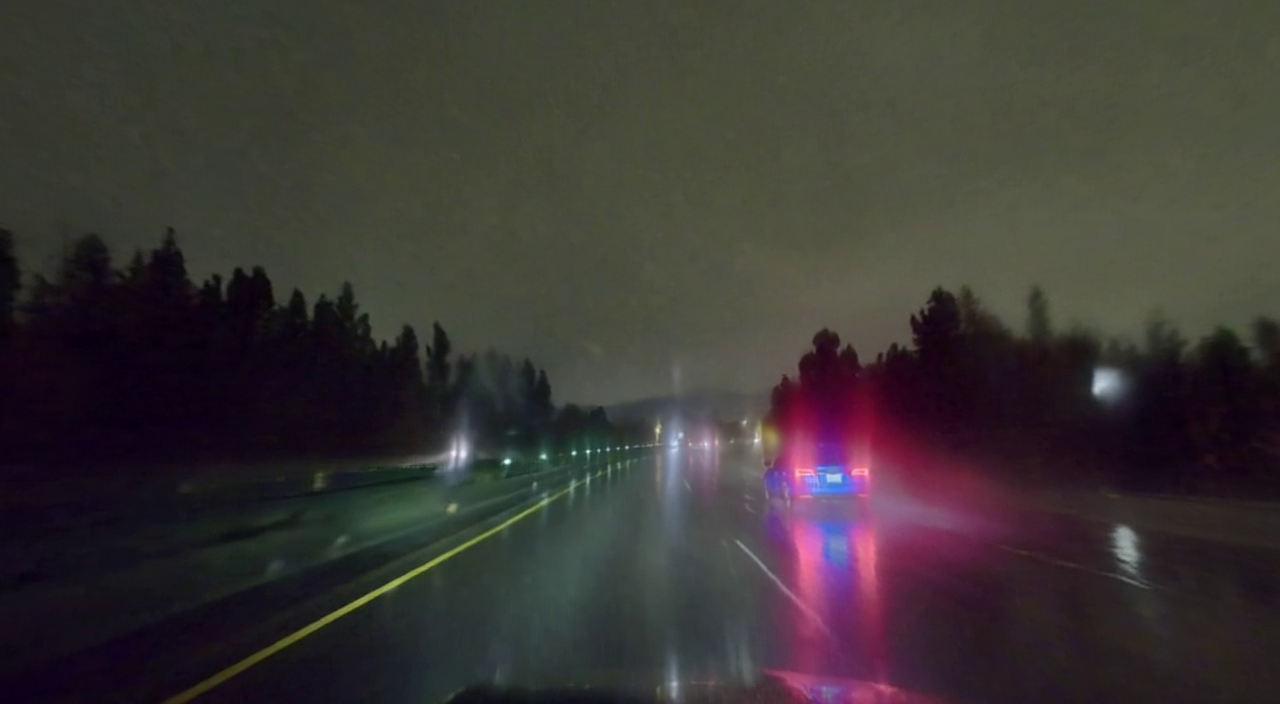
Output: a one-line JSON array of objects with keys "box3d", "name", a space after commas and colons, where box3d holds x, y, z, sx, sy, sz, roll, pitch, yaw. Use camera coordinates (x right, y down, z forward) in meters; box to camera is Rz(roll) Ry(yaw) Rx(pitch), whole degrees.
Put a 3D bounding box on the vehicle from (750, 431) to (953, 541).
[{"box3d": [3.413, 2.242, 11.239, 2.050, 1.546, 4.344, 0, -8, -1], "name": "vehicle"}]
